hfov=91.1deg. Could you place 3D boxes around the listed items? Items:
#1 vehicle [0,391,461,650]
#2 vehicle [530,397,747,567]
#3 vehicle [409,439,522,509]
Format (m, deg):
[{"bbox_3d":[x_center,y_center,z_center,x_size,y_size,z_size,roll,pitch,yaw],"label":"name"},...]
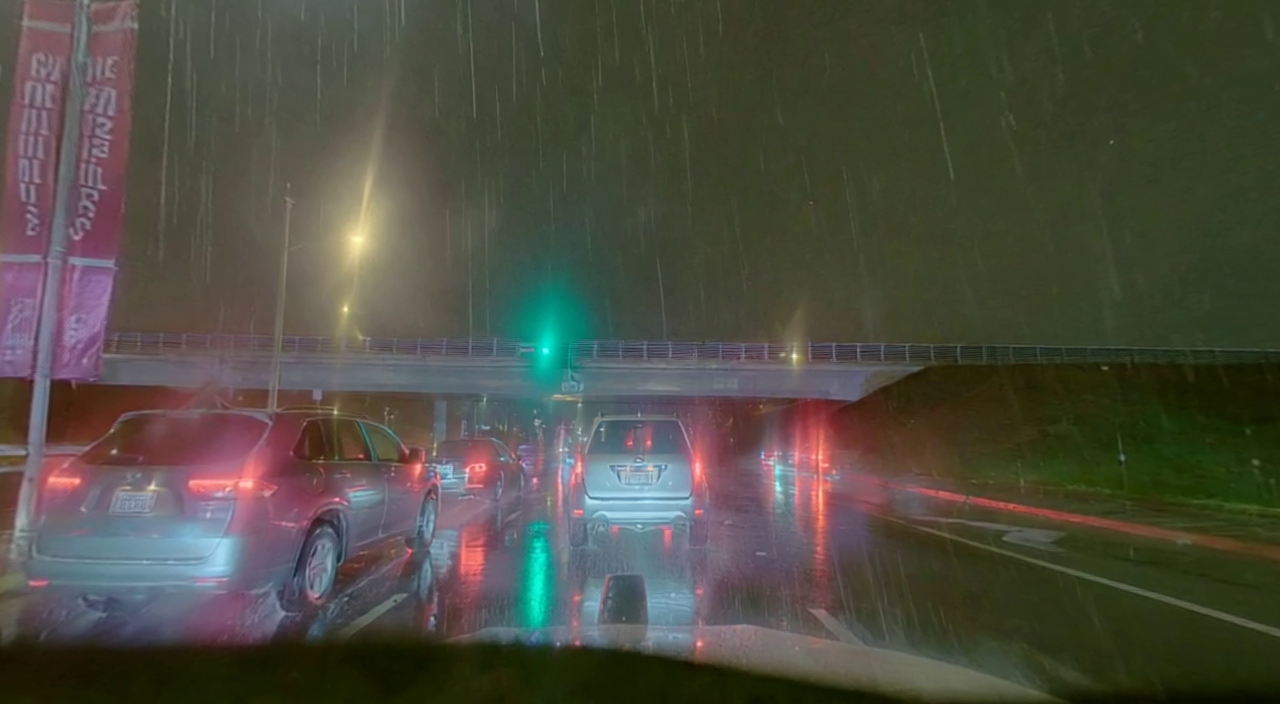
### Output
[{"bbox_3d":[-3.499,1.441,6.391,2.039,1.709,4.265,0,-9,0],"label":"vehicle"},{"bbox_3d":[-0.094,1.775,9.305,2.409,1.864,4.471,0,-9,-2],"label":"vehicle"},{"bbox_3d":[-4.147,2.943,15.538,1.797,1.505,3.506,0,-9,0],"label":"vehicle"}]
